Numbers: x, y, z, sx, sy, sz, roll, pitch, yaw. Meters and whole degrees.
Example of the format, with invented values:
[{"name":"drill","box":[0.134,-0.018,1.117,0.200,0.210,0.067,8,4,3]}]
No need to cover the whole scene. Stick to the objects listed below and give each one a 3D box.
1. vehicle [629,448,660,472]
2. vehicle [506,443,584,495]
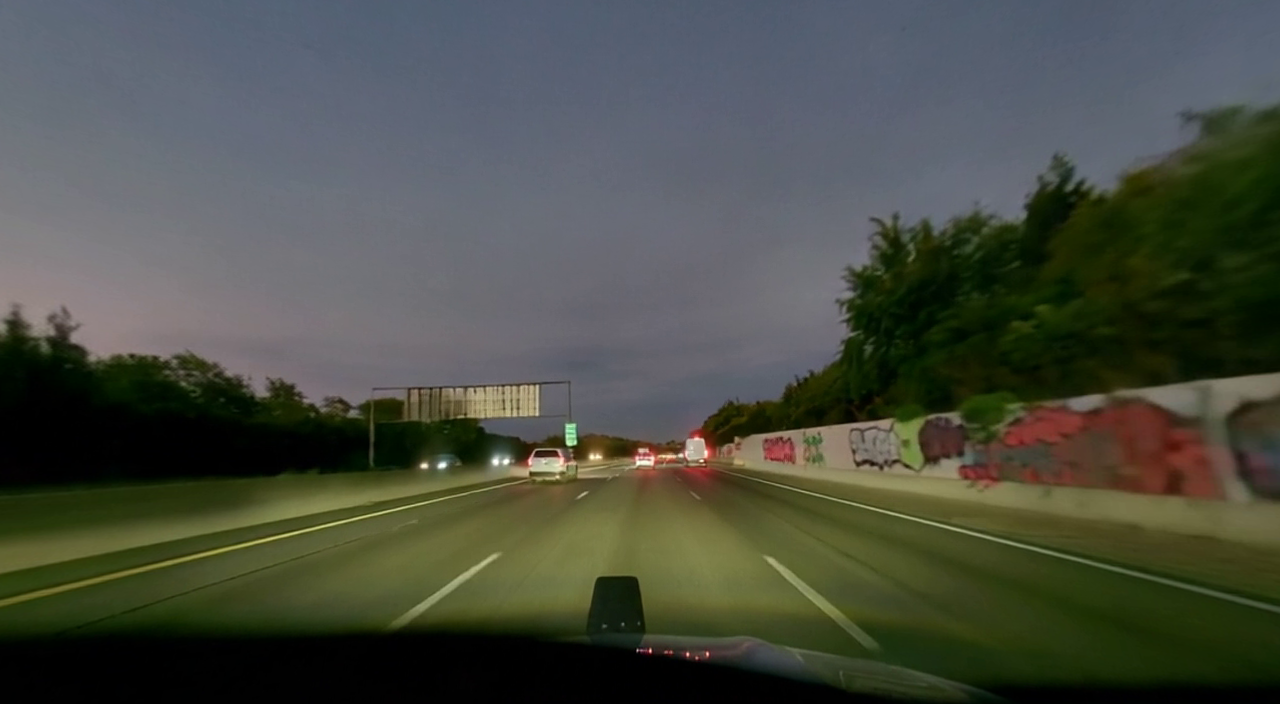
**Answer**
[{"name":"vehicle","box":[0.340,7.752,45.354,2.108,1.663,3.159,0,-9,1]},{"name":"vehicle","box":[-3.251,4.099,22.445,1.964,1.618,4.489,0,-9,1]}]
